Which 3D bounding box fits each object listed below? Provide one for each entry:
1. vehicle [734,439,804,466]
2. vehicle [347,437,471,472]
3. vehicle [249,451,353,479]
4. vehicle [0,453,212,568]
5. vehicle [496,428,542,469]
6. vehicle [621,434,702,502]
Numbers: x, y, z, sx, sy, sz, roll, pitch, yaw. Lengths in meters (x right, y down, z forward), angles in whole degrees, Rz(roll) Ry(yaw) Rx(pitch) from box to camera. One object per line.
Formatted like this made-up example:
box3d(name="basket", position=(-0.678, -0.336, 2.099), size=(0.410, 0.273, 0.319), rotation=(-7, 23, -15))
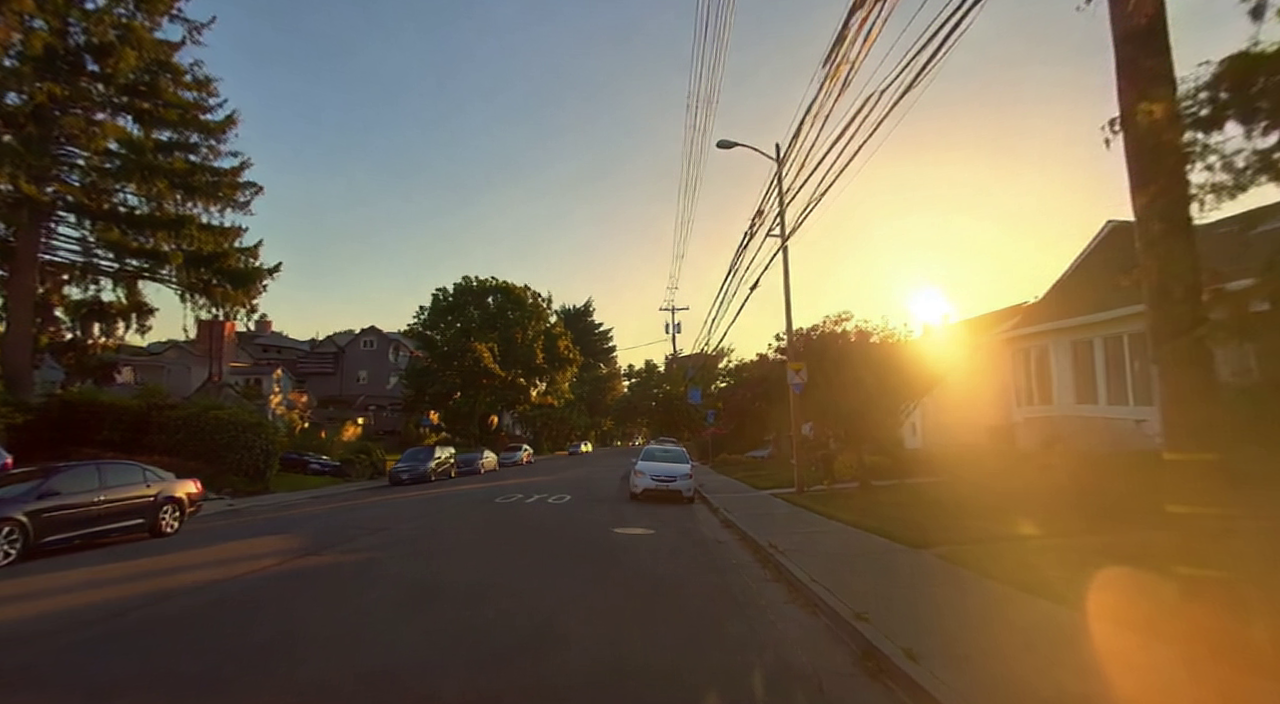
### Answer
box3d(name="vehicle", position=(8.140, 6.377, 40.222), size=(4.075, 1.674, 1.811), rotation=(0, -8, 1))
box3d(name="vehicle", position=(-13.683, 6.110, 37.720), size=(6.488, 2.009, 2.354), rotation=(0, -9, 1))
box3d(name="vehicle", position=(-17.963, 6.010, 33.632), size=(4.481, 1.420, 1.712), rotation=(0, -9, -3))
box3d(name="vehicle", position=(-9.415, 2.373, 10.027), size=(1.968, 1.449, 4.502), rotation=(0, -8, 2))
box3d(name="vehicle", position=(-9.111, 7.360, 48.189), size=(2.199, 2.902, 5.848), rotation=(0, -8, 1))
box3d(name="vehicle", position=(0.576, 2.972, 16.494), size=(1.908, 1.572, 3.105), rotation=(0, -8, 3))
